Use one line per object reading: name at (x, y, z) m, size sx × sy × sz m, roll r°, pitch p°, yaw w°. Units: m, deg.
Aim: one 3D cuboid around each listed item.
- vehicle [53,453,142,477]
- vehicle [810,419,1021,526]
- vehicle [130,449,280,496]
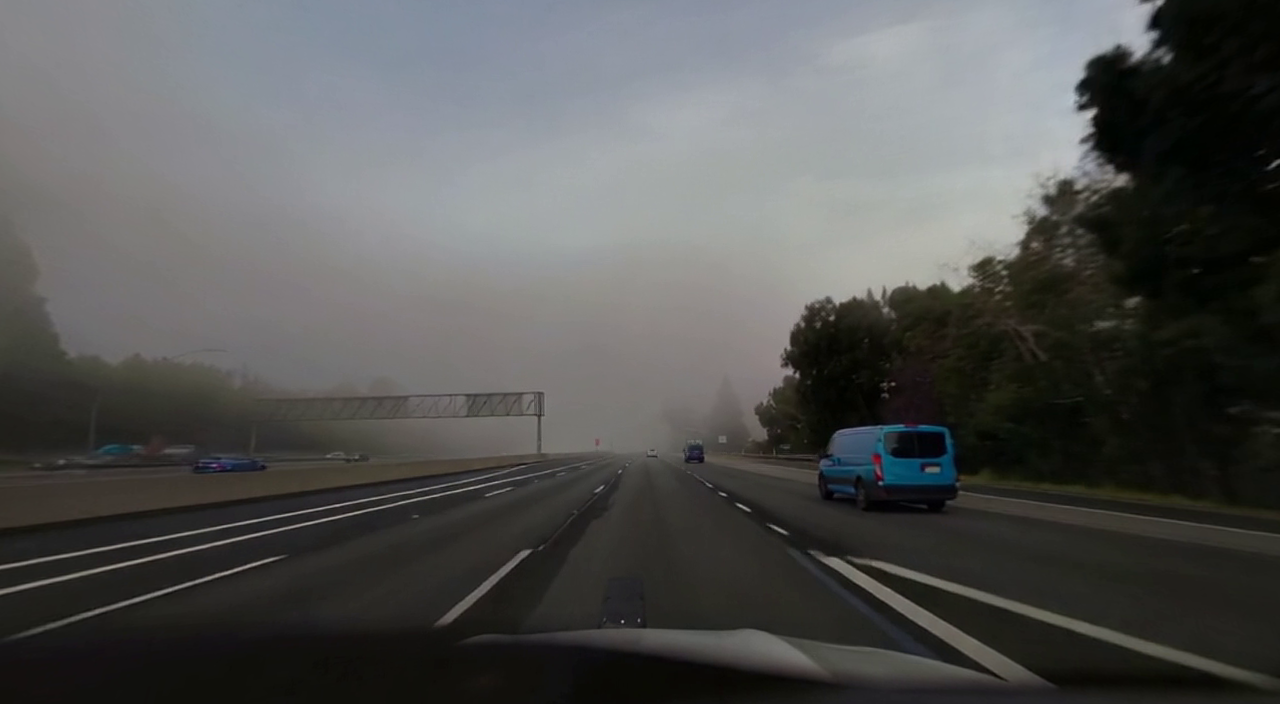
vehicle at (-34.474, 7.176, 40.224) m, size 1.603 × 1.342 × 4.588 m, roll 0°, pitch -9°, yaw 0°
vehicle at (5.316, 2.381, 12.984) m, size 1.971 × 1.795 × 4.389 m, roll 1°, pitch -9°, yaw -6°
vehicle at (-15.156, 4.188, 22.355) m, size 1.903 × 1.486 × 4.666 m, roll 0°, pitch -9°, yaw 1°
